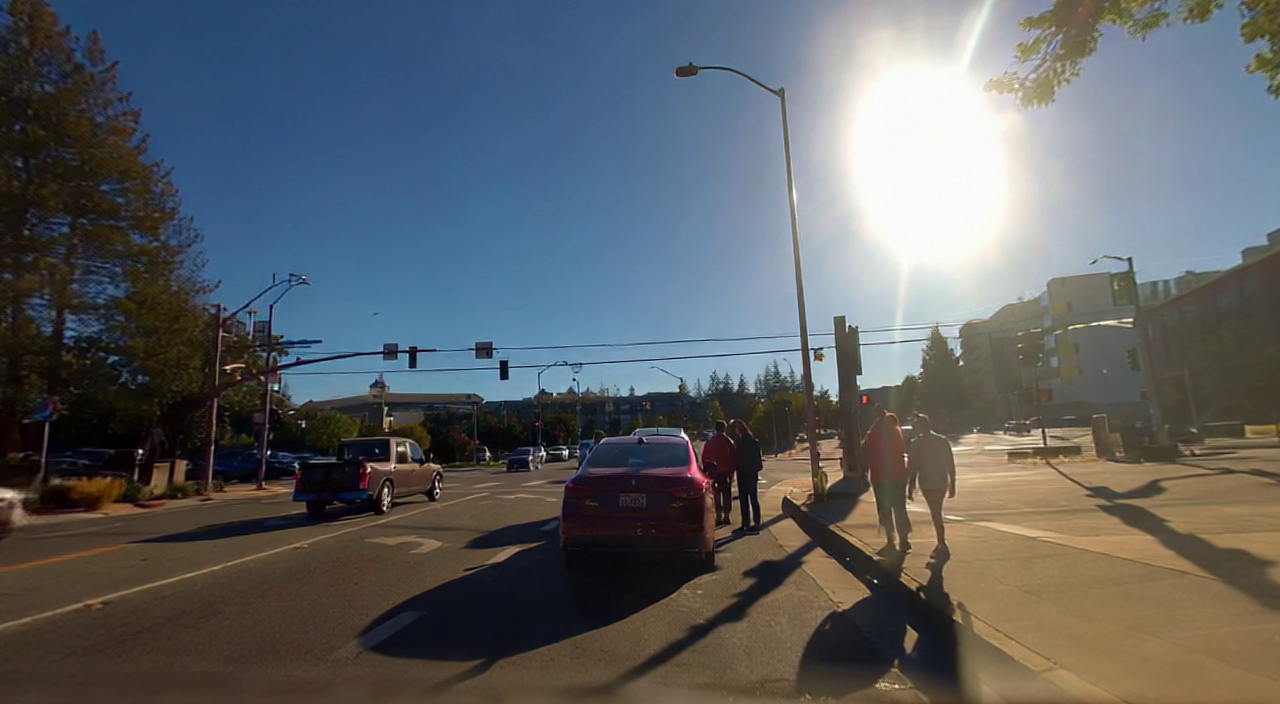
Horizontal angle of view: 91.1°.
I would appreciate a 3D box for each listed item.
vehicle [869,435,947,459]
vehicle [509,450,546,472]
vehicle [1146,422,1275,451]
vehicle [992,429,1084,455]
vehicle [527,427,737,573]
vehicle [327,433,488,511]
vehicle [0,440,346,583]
[{"bbox_3d":[17.536,6.215,41.138,4.441,1.452,1.798,-5,-10,30],"label":"vehicle"},{"bbox_3d":[-8.248,8.012,46.391,1.823,1.543,3.944,0,-9,2],"label":"vehicle"},{"bbox_3d":[30.527,4.599,33.797,4.739,1.472,1.804,-5,-10,30],"label":"vehicle"},{"bbox_3d":[23.824,5.436,37.743,4.454,1.440,1.816,-5,-10,30],"label":"vehicle"},{"bbox_3d":[-0.052,1.860,8.680,2.182,1.501,4.150,0,-9,1],"label":"vehicle"},{"bbox_3d":[-6.145,3.219,17.468,2.230,1.811,5.183,-1,-9,3],"label":"vehicle"},{"bbox_3d":[-6.324,2.062,9.034,1.948,1.530,4.283,0,-9,3],"label":"vehicle"}]
